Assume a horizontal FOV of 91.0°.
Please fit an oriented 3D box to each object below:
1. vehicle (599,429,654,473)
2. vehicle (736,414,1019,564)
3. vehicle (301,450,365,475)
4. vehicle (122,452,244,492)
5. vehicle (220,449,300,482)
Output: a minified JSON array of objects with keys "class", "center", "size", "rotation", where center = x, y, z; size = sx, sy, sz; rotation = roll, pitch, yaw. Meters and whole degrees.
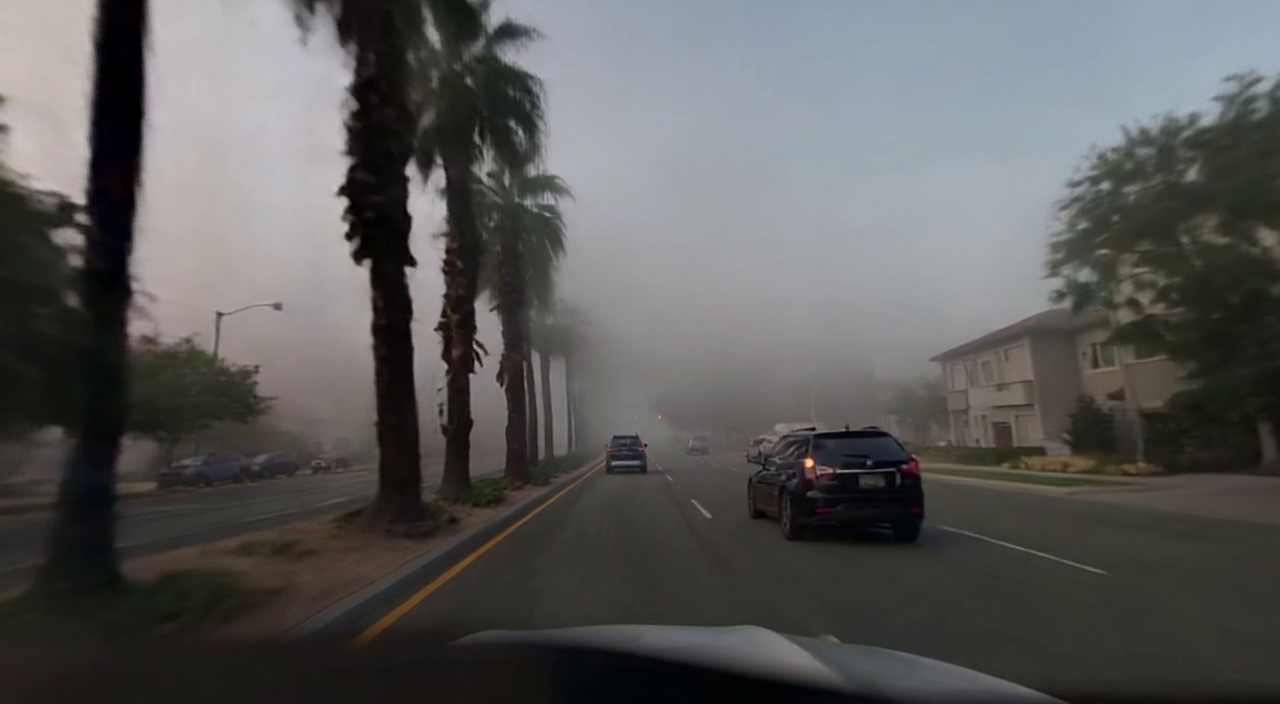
[{"class":"vehicle","center":[-0.576,4.398,28.107],"size":[2.277,1.816,4.192],"rotation":[0,-8,-1]},{"class":"vehicle","center":[2.897,1.807,9.112],"size":[2.195,1.590,4.668],"rotation":[0,-8,-1]},{"class":"vehicle","center":[-19.599,7.047,40.403],"size":[1.847,1.466,4.530],"rotation":[0,-8,-1]},{"class":"vehicle","center":[-19.497,5.121,27.145],"size":[1.920,1.505,4.351],"rotation":[0,-8,1]},{"class":"vehicle","center":[-19.762,5.894,32.938],"size":[1.753,1.600,4.040],"rotation":[0,-8,-2]}]
